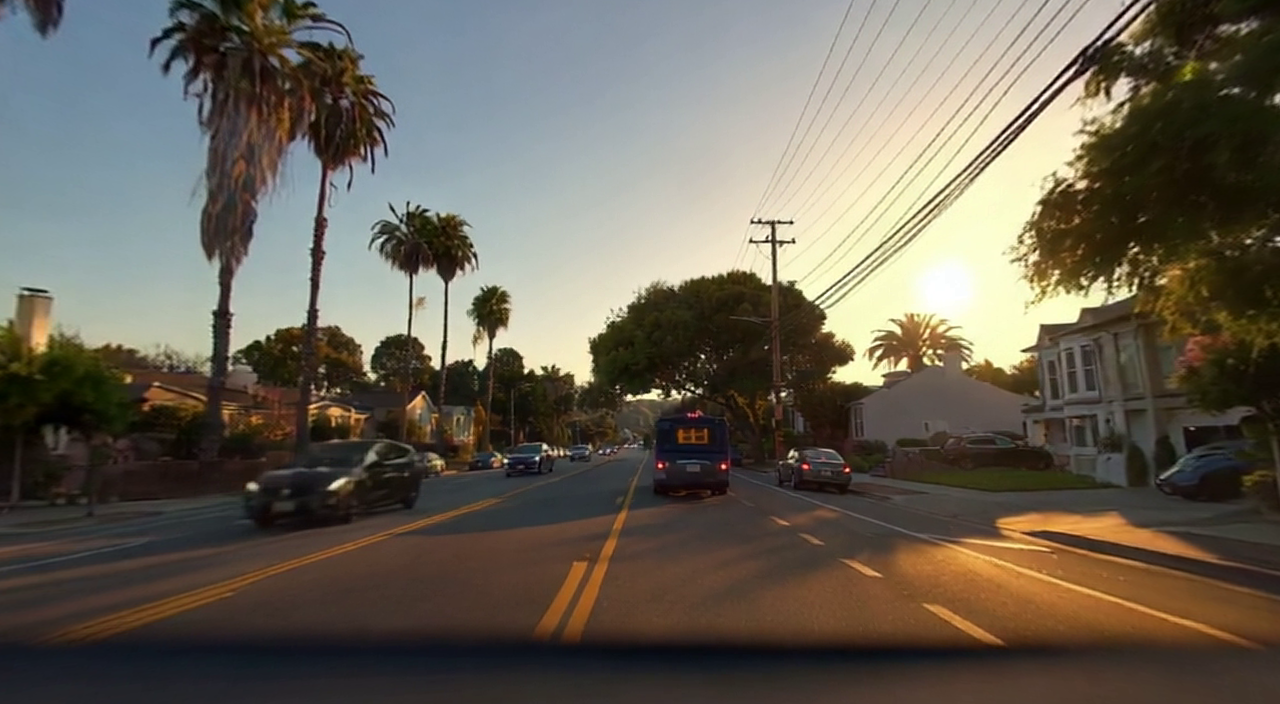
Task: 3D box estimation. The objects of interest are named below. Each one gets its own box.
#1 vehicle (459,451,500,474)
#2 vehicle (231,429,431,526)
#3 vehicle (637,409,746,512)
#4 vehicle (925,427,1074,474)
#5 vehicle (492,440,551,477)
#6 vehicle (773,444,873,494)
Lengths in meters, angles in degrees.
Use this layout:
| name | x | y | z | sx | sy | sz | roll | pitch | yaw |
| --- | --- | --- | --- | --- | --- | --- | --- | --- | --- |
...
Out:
| name | x | y | z | sx | sy | sz | roll | pitch | yaw |
| --- | --- | --- | --- | --- | --- | --- | --- | --- | --- |
| vehicle | -11.423 | 7.848 | 44.965 | 1.841 | 1.356 | 3.938 | -6 | -8 | -1 |
| vehicle | -6.219 | 2.557 | 13.421 | 1.948 | 1.706 | 4.407 | 0 | -8 | 1 |
| vehicle | 1.030 | 2.501 | 14.920 | 2.168 | 2.040 | 4.527 | 0 | -8 | 0 |
| vehicle | 14.920 | 4.095 | 26.414 | 4.749 | 1.699 | 2.311 | -2 | -7 | 2 |
| vehicle | -5.684 | 5.157 | 30.688 | 1.965 | 1.653 | 4.251 | 0 | -8 | 1 |
| vehicle | 5.840 | 3.776 | 20.746 | 2.022 | 1.456 | 4.246 | 0 | -8 | 0 |
